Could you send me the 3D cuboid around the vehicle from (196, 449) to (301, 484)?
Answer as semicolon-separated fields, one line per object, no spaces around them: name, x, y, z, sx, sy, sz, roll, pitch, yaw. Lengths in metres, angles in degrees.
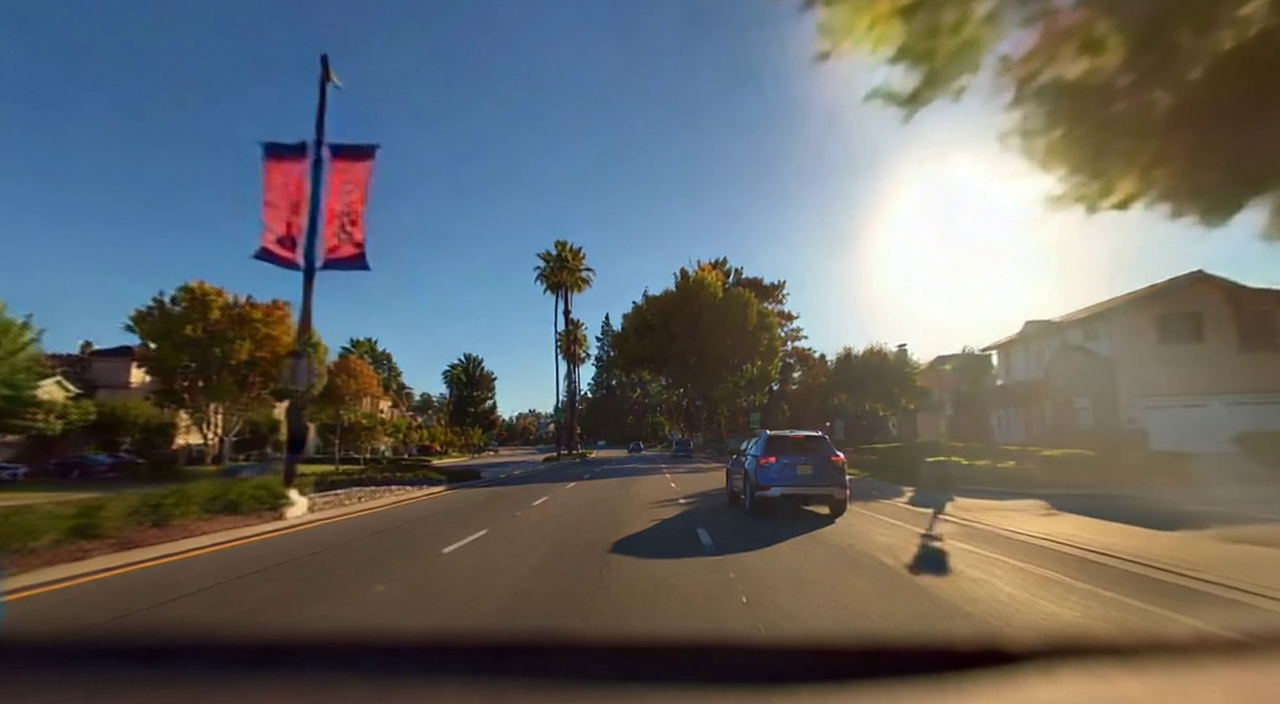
vehicle;-18.530;5.428;30.006;1.900;1.476;4.746;0;-8;1

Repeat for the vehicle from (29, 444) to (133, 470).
vehicle;-35.342;6.633;39.774;4.684;1.531;2.188;-1;-8;5

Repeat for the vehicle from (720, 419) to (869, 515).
vehicle;3.227;2.521;14.287;2.195;1.804;4.658;0;-8;0
